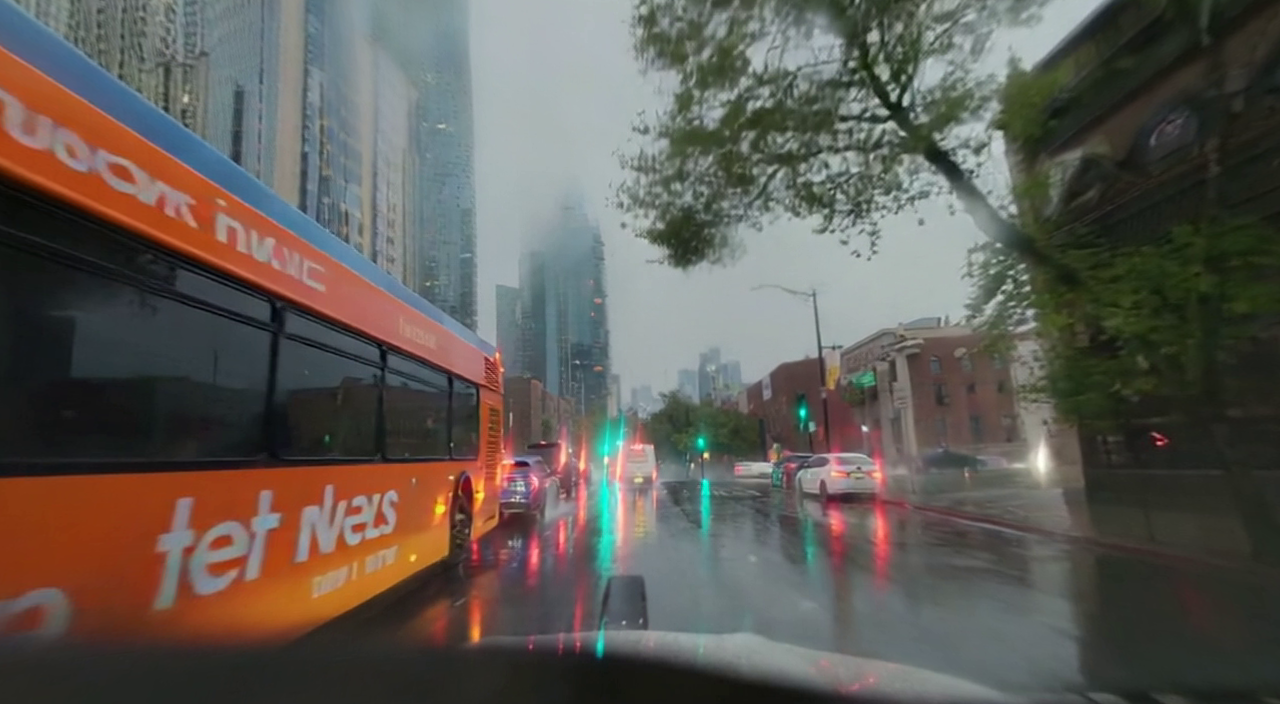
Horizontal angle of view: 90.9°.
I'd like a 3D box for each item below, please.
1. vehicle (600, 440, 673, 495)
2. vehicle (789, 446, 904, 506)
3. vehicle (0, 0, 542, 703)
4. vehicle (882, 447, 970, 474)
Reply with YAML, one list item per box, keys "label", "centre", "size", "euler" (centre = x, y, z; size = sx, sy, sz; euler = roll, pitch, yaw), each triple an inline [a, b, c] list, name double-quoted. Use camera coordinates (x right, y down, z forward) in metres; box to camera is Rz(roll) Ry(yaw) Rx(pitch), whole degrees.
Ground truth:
- label: "vehicle"
  centre: [-0.064, 4.091, 22.768]
  size: [2.328, 1.746, 5.072]
  euler: [0, -9, 1]
- label: "vehicle"
  centre: [5.970, 3.610, 18.900]
  size: [1.919, 1.529, 4.558]
  euler: [0, -9, 0]
- label: "vehicle"
  centre: [-3.034, 0.236, 3.083]
  size: [2.922, 3.323, 13.151]
  euler: [0, -9, 0]
- label: "vehicle"
  centre: [17.590, 6.657, 38.895]
  size: [4.598, 1.519, 1.994]
  euler: [1, -9, -14]
